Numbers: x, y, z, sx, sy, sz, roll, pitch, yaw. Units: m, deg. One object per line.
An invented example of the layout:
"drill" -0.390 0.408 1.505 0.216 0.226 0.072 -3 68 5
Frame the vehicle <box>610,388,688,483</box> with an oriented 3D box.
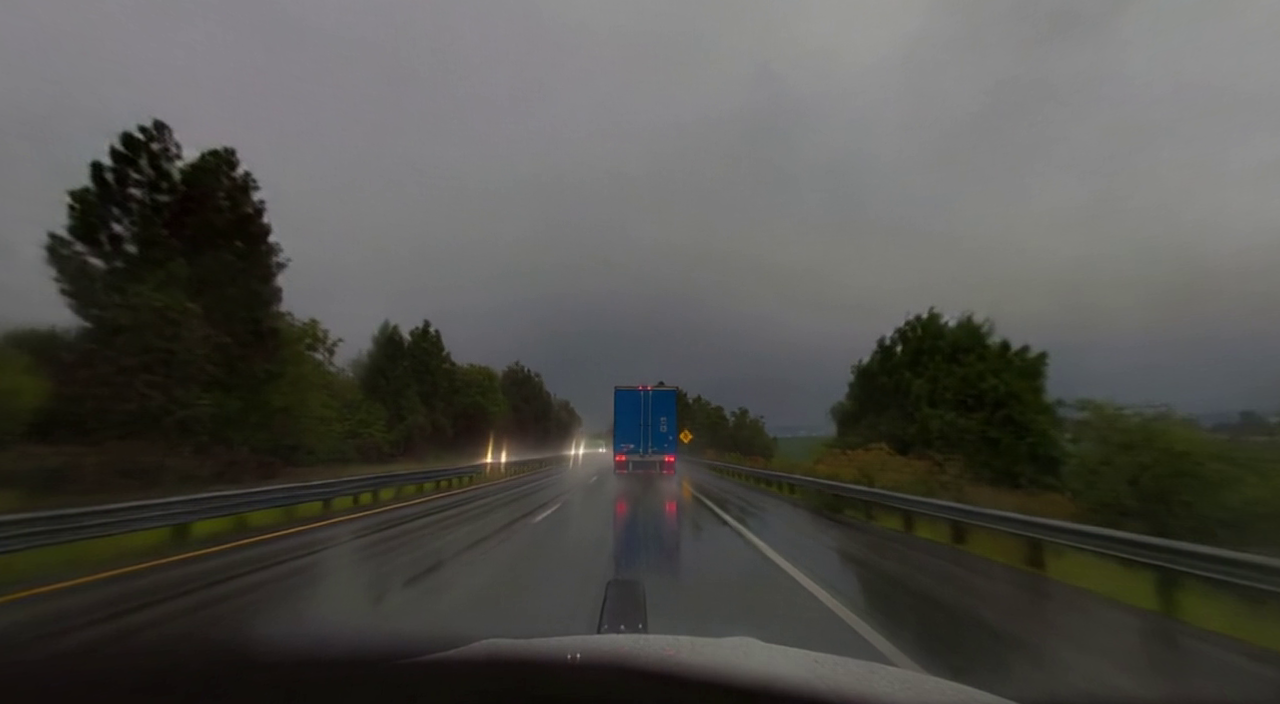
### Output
"vehicle" 0.205 3.791 27.962 2.913 3.530 8.648 0 -9 -2
